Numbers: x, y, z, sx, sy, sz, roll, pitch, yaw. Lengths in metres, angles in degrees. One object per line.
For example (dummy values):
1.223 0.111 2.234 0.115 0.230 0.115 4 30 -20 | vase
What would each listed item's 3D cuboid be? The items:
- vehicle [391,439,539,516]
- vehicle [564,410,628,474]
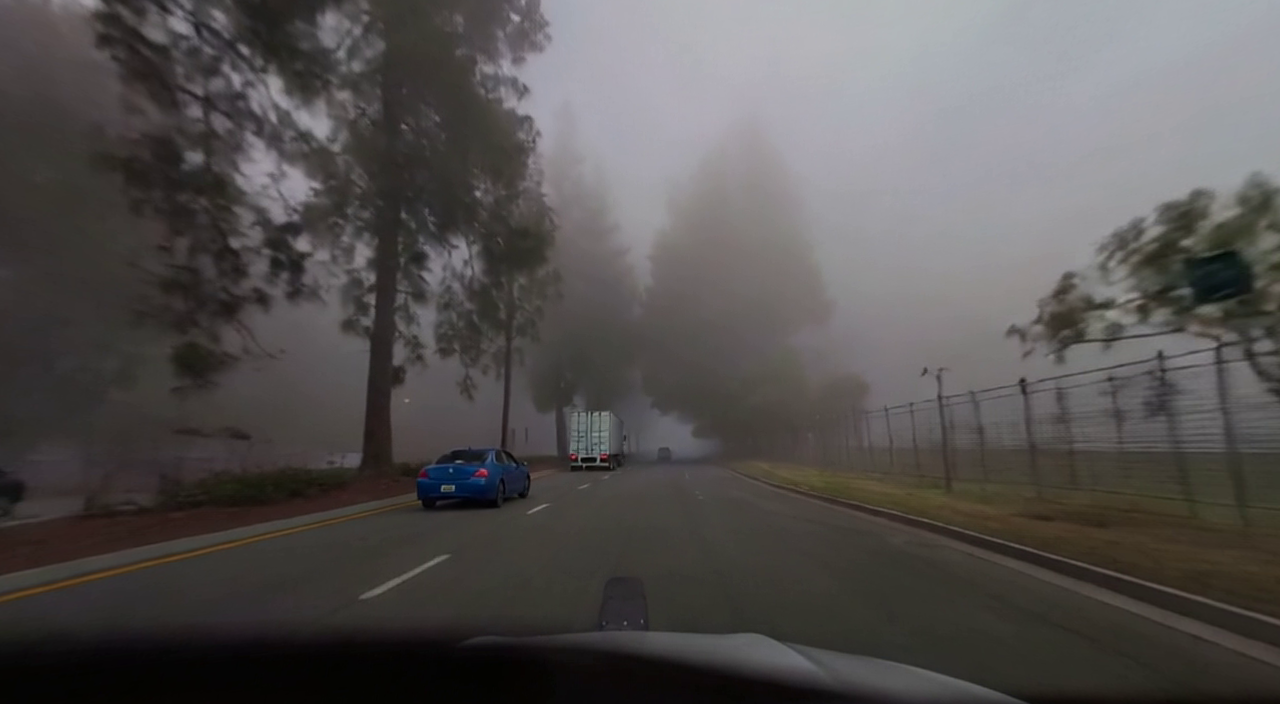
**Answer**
-3.770 2.804 14.528 2.005 1.462 4.345 -1 -9 3 | vehicle
-2.382 5.398 37.329 2.746 3.276 8.572 -1 -9 3 | vehicle
